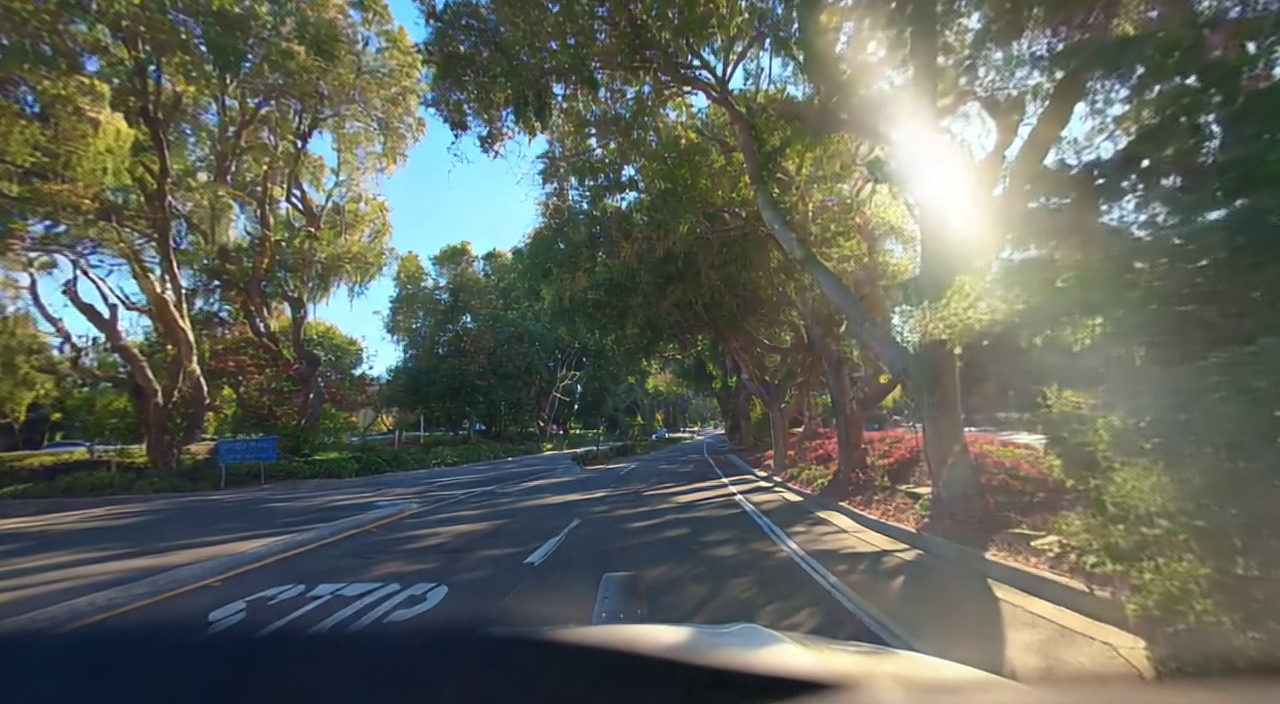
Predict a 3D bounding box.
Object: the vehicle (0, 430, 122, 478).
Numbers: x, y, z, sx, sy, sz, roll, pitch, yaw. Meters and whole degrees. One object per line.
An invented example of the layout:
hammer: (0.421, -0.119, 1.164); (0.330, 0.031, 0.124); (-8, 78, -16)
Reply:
vehicle: (-28.346, 4.935, 30.717); (4.733, 1.892, 1.939); (-4, -4, 2)

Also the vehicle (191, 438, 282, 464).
vehicle: (-23.934, 5.898, 37.561); (4.007, 1.459, 1.952); (0, -10, 0)
